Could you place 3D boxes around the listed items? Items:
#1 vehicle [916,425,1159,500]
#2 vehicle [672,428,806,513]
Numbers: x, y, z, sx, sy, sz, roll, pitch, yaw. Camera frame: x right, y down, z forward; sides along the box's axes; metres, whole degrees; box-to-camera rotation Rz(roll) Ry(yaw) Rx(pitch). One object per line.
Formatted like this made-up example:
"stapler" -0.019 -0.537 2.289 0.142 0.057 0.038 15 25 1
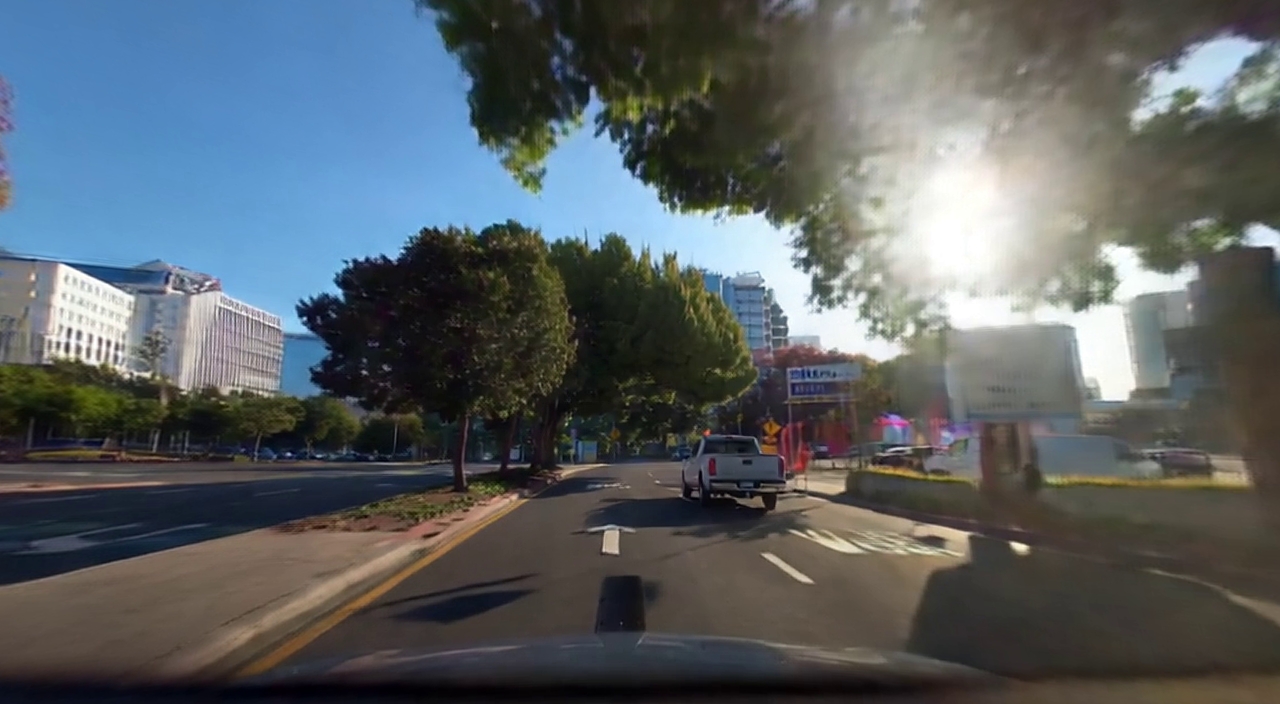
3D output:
"vehicle" 14.976 4.224 24.206 7.551 2.142 2.896 5 -10 -3
"vehicle" 2.443 3.154 17.472 2.402 1.922 5.677 1 -8 -4
